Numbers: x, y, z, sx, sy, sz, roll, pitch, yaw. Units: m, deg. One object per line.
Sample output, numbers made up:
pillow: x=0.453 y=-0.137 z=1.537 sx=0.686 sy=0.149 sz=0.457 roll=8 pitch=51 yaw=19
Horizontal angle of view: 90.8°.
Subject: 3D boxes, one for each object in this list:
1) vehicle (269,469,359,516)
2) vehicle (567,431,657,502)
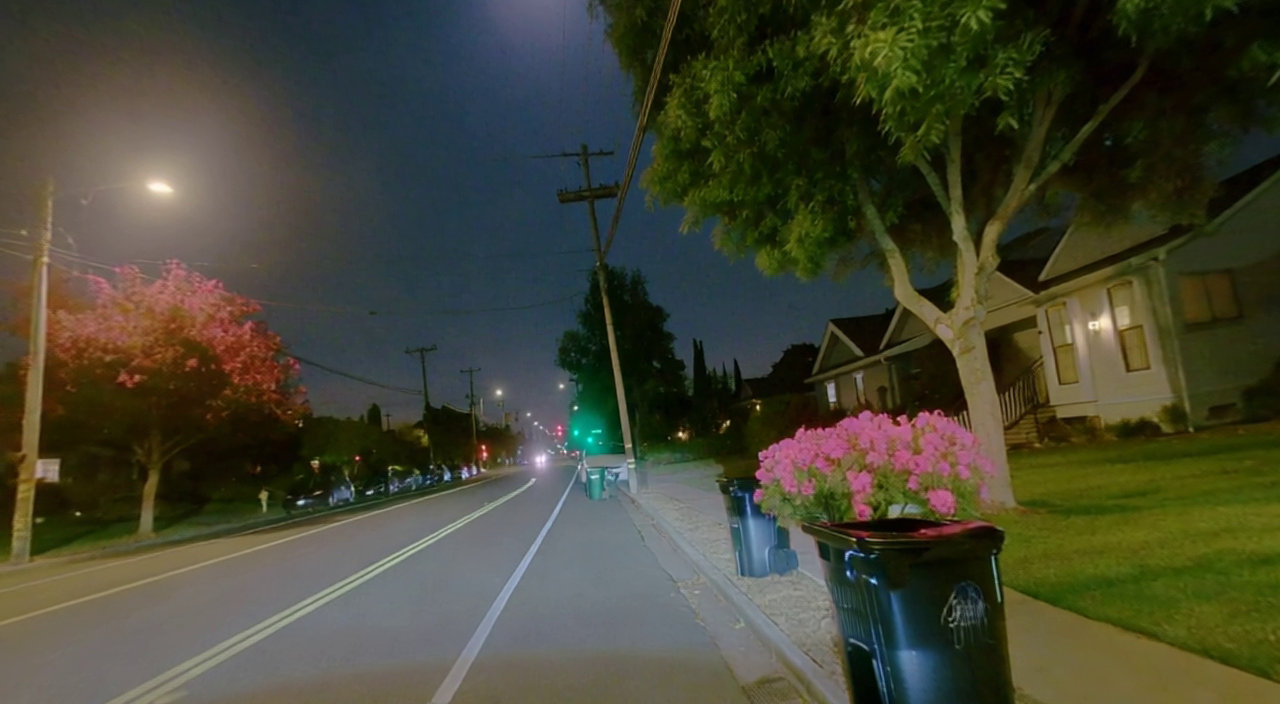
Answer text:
vehicle: x=-13.773 y=5.919 z=26.994 sx=1.982 sy=1.660 sz=4.142 roll=1 pitch=-8 yaw=-6
vehicle: x=-0.831 y=3.077 z=17.394 sx=2.190 sy=1.708 sz=4.115 roll=0 pitch=-8 yaw=-4
